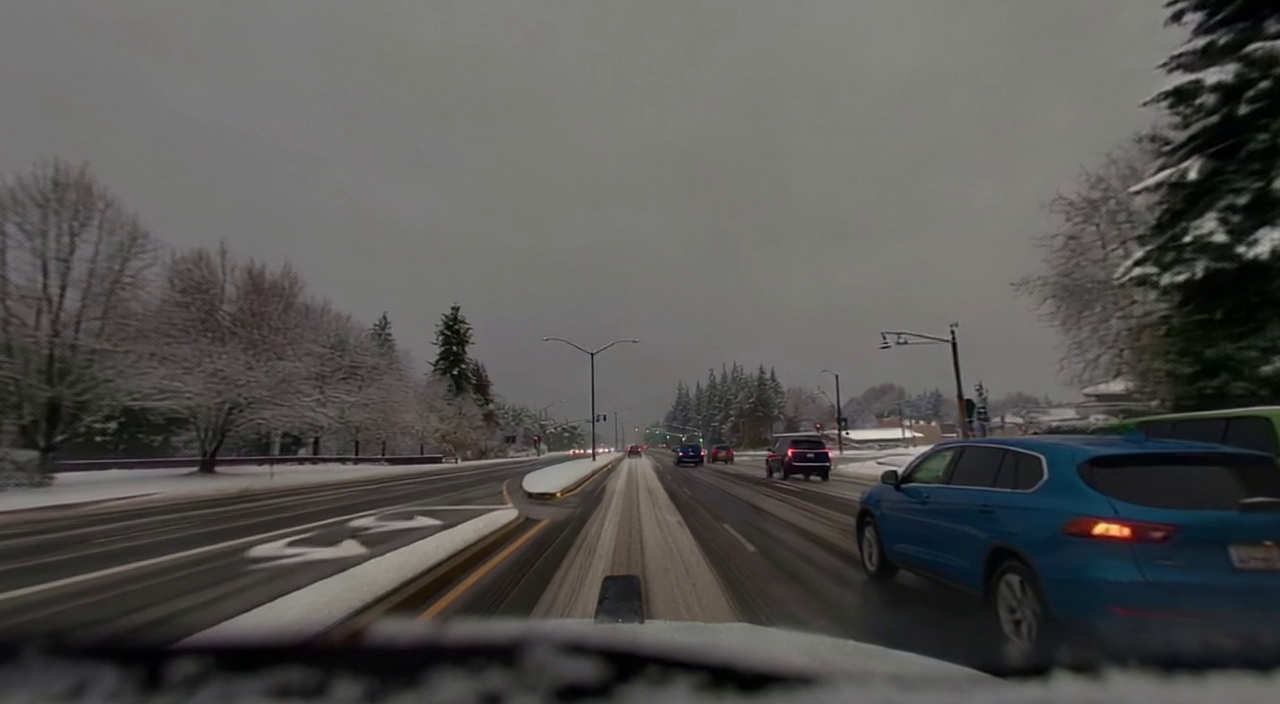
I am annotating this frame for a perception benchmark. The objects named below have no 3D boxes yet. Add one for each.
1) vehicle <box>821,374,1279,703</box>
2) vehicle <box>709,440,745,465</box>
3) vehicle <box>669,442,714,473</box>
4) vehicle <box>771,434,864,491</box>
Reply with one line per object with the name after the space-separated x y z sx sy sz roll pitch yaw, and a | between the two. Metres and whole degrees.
3.118 1.216 4.718 1.932 1.547 4.992 0 -8 -1 | vehicle
6.377 7.414 46.635 1.919 1.774 4.720 0 -8 -1 | vehicle
2.691 5.588 33.567 1.980 1.484 4.093 0 -8 -1 | vehicle
5.818 3.652 21.173 2.075 1.698 4.142 0 -8 3 | vehicle
